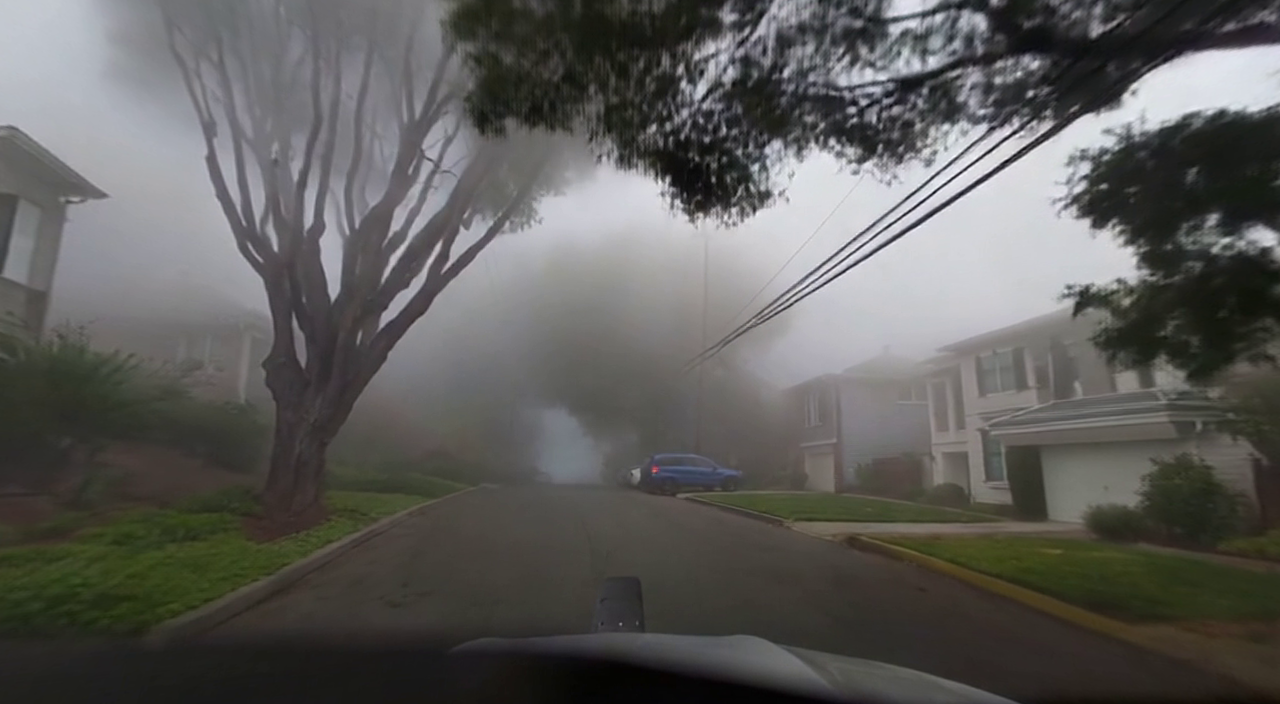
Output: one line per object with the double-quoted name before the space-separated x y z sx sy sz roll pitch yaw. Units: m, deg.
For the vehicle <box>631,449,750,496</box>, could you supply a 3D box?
"vehicle" 1.955 4.784 25.349 4.413 1.728 1.869 1 -9 -10
